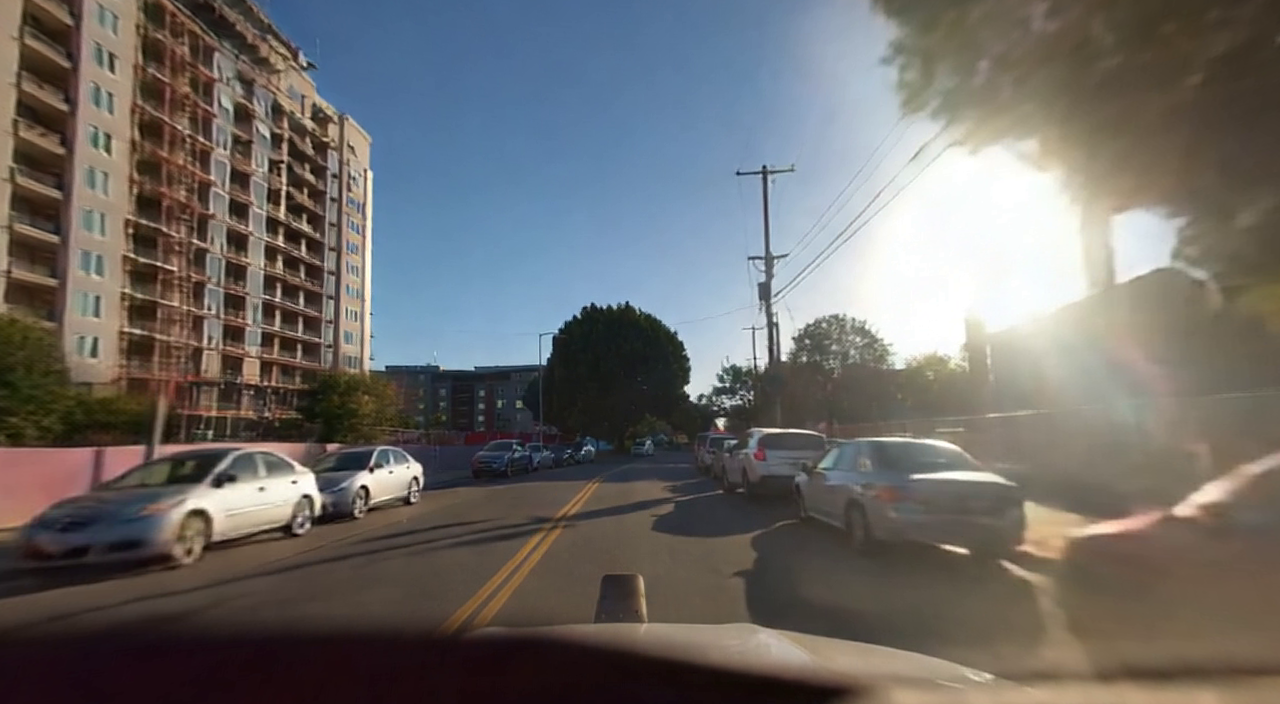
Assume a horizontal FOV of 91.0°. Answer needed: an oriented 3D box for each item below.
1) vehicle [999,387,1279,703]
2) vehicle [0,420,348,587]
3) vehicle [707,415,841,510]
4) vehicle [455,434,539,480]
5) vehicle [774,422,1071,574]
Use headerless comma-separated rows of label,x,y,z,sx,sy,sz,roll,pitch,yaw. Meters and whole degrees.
vehicle,3.642,0.877,2.080,1.976,1.588,4.968,0,-8,0
vehicle,-6.238,1.974,8.700,1.996,1.578,4.806,-4,-11,2
vehicle,2.935,2.559,14.983,2.000,1.871,4.797,1,-8,-2
vehicle,-6.435,4.786,29.091,2.194,1.861,5.725,0,-8,4
vehicle,3.560,1.921,9.269,2.017,1.600,4.965,0,-8,-1
